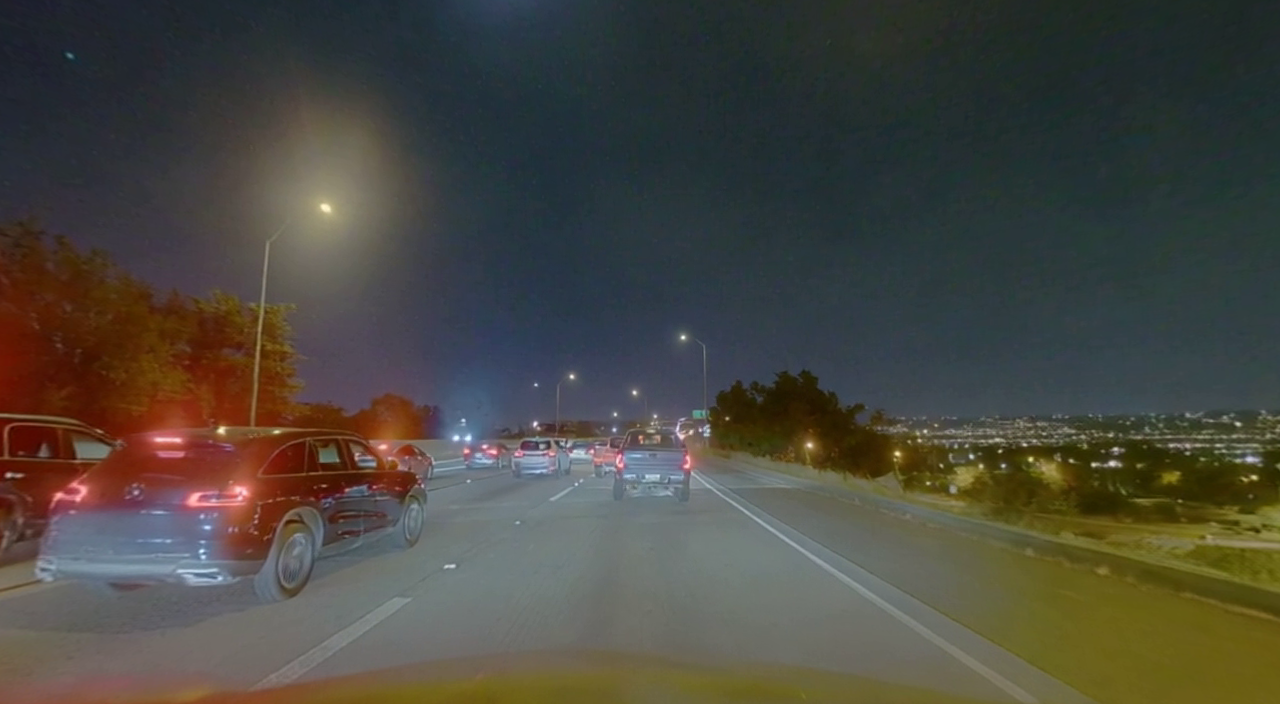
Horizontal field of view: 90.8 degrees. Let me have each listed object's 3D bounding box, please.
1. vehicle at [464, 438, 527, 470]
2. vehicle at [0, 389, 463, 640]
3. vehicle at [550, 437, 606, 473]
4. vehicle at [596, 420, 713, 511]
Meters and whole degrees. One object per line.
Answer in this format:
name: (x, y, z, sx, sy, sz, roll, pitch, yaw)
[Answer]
vehicle: (-7.025, 5.011, 31.142, 1.856, 1.459, 4.251, -1, -9, 4)
vehicle: (-3.612, 1.432, 6.556, 2.076, 1.688, 4.334, -1, -9, 3)
vehicle: (-2.742, 4.648, 28.703, 1.868, 1.470, 4.105, -1, -9, 4)
vehicle: (0.337, 2.522, 14.424, 2.235, 1.716, 4.435, 0, -9, 2)
